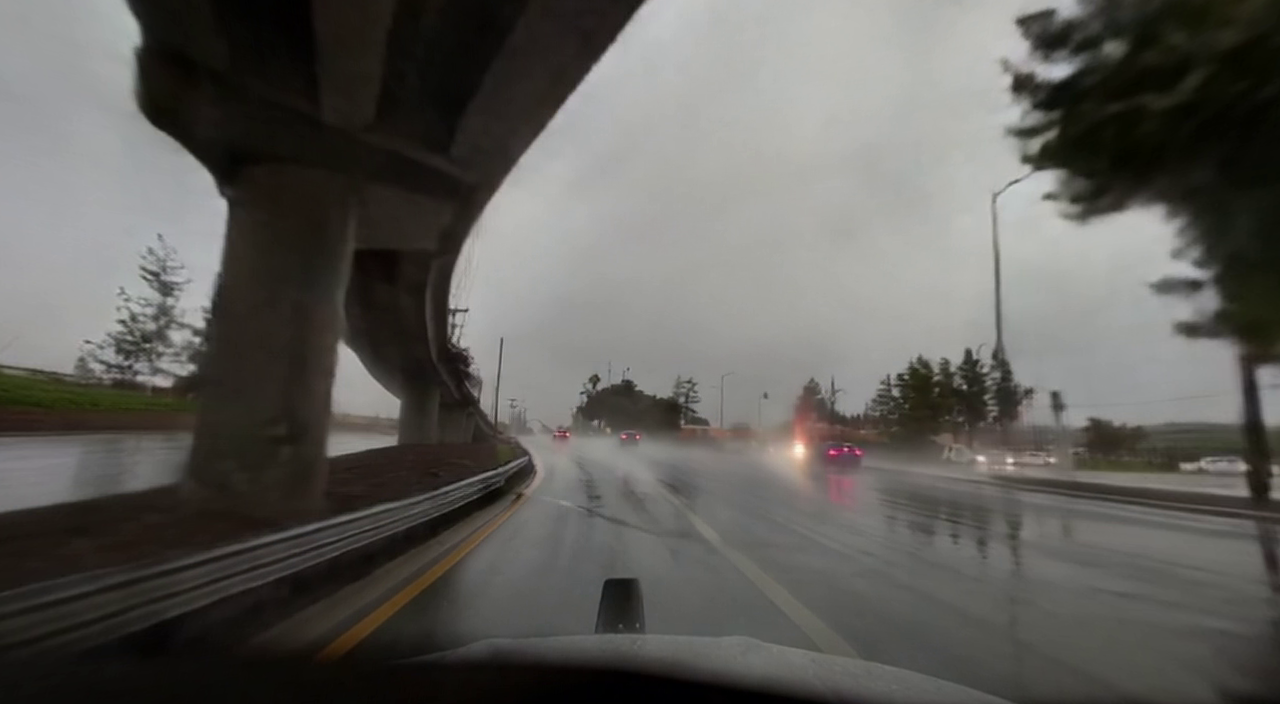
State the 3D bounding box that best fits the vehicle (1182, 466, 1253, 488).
[{"bbox_3d":[43.653,9.416,47.747,4.465,1.431,1.959,3,-9,-20],"label":"vehicle"}]
